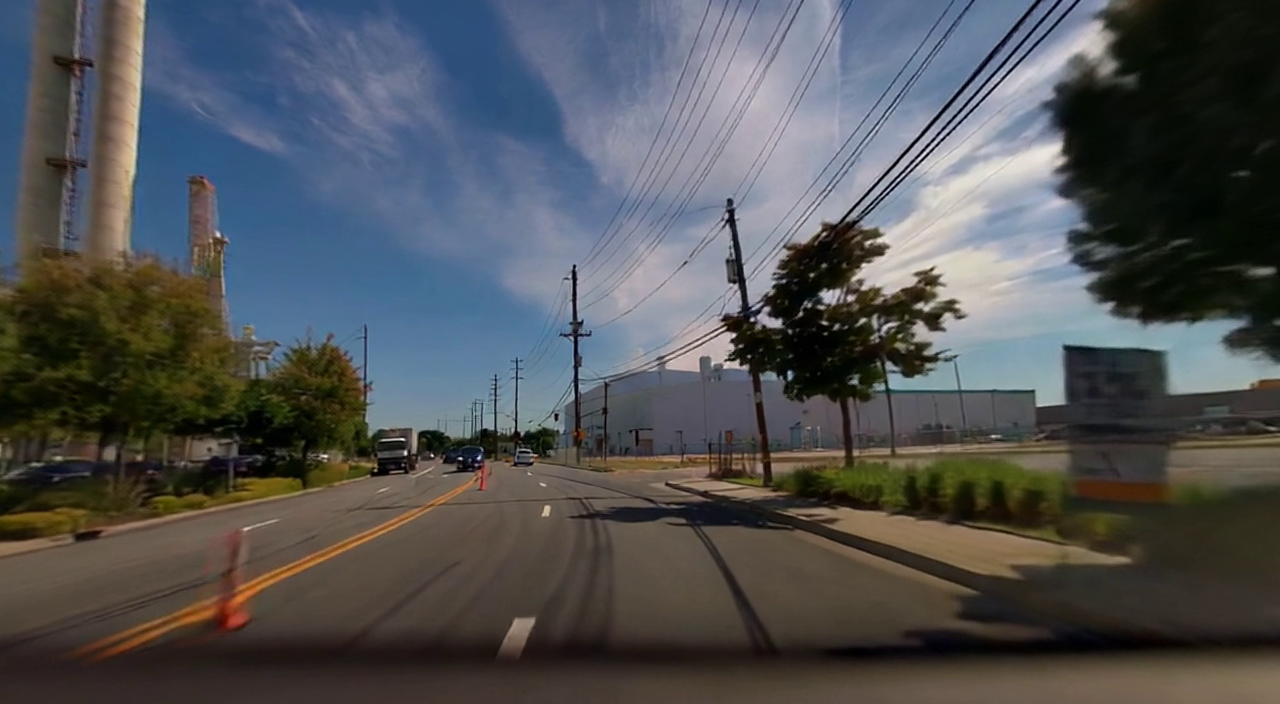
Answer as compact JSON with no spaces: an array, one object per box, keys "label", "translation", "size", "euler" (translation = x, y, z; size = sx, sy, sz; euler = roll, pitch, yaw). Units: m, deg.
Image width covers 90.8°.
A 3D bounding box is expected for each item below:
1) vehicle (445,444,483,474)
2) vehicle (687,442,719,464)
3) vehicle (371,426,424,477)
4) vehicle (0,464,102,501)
[{"label":"vehicle","translation":[-11.242,6.754,40.175],"size":[2.079,1.770,4.684],"euler":[2,-9,-18]},{"label":"vehicle","translation":[4.584,7.453,46.586],"size":[1.829,1.487,4.352],"euler":[0,-9,-1]},{"label":"vehicle","translation":[-16.486,6.835,43.349],"size":[2.905,3.133,7.675],"euler":[3,-9,-18]},{"label":"vehicle","translation":[-26.128,5.580,27.120],"size":[4.184,1.411,1.855],"euler":[0,-9,-5]}]
